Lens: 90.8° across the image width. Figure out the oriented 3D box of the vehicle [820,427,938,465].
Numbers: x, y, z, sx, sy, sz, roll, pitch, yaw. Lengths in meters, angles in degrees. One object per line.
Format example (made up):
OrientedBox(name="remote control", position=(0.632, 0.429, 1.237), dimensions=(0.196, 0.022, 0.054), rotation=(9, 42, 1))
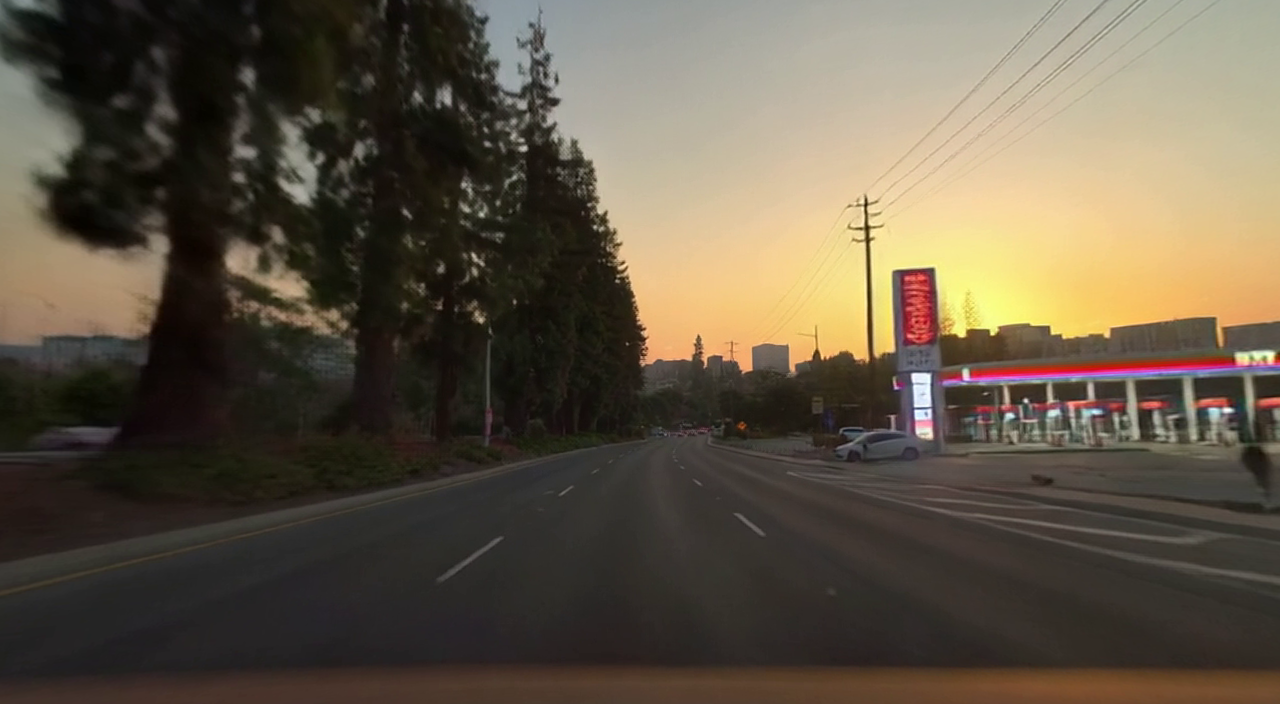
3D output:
OrientedBox(name="vehicle", position=(10.685, 4.237, 28.477), dimensions=(4.476, 1.629, 1.953), rotation=(0, -8, 0))
